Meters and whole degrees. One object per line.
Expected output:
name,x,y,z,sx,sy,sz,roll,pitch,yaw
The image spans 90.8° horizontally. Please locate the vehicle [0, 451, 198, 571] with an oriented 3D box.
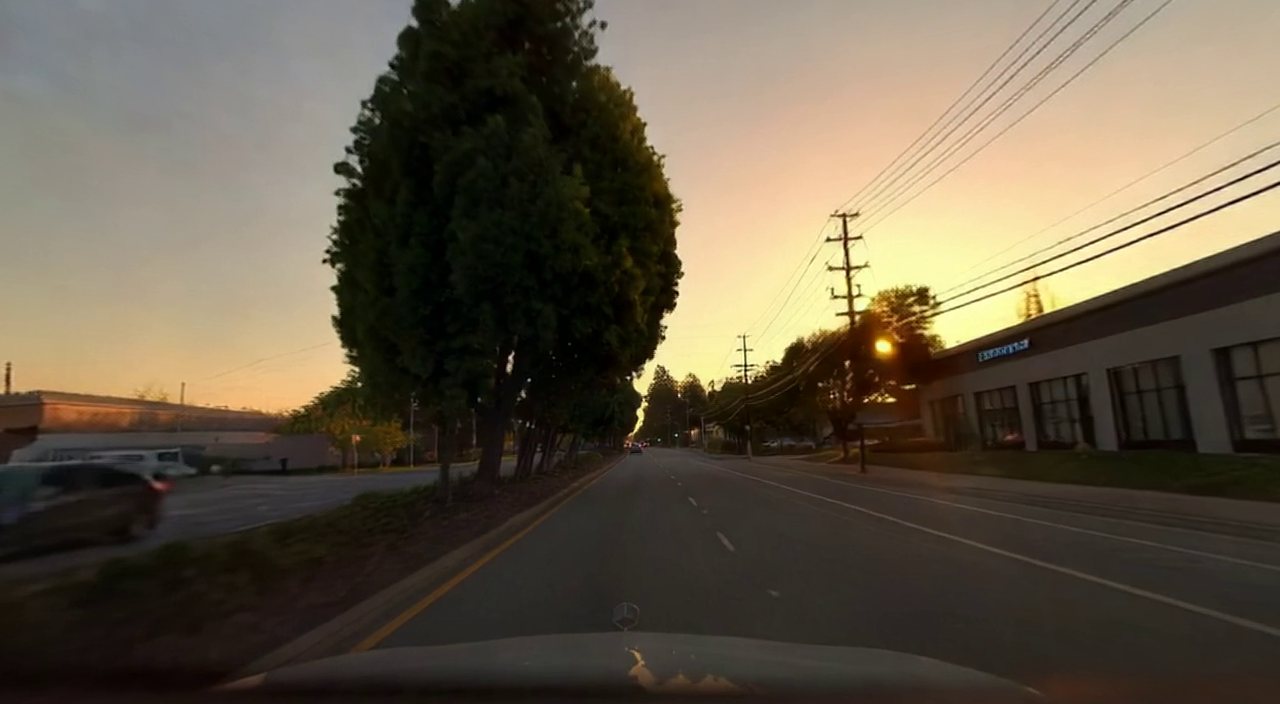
vehicle,-9.183,2.250,9.325,1.900,1.488,4.675,0,-8,0
